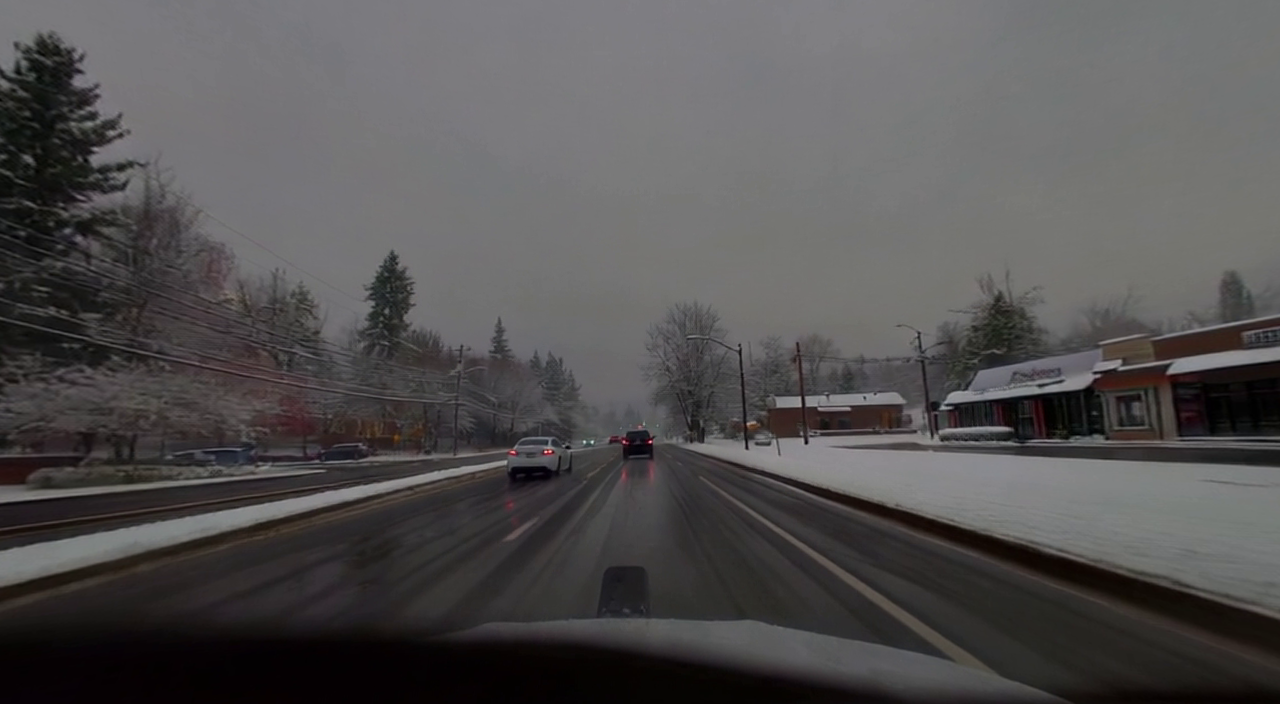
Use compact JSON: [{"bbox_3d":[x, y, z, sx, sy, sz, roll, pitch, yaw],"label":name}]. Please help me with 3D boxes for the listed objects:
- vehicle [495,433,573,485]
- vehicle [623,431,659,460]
[{"bbox_3d":[-3.609,3.736,22.324,1.914,1.630,4.351,0,-8,1],"label":"vehicle"},{"bbox_3d":[0.041,6.047,40.825,2.213,1.778,4.107,0,-8,0],"label":"vehicle"}]
